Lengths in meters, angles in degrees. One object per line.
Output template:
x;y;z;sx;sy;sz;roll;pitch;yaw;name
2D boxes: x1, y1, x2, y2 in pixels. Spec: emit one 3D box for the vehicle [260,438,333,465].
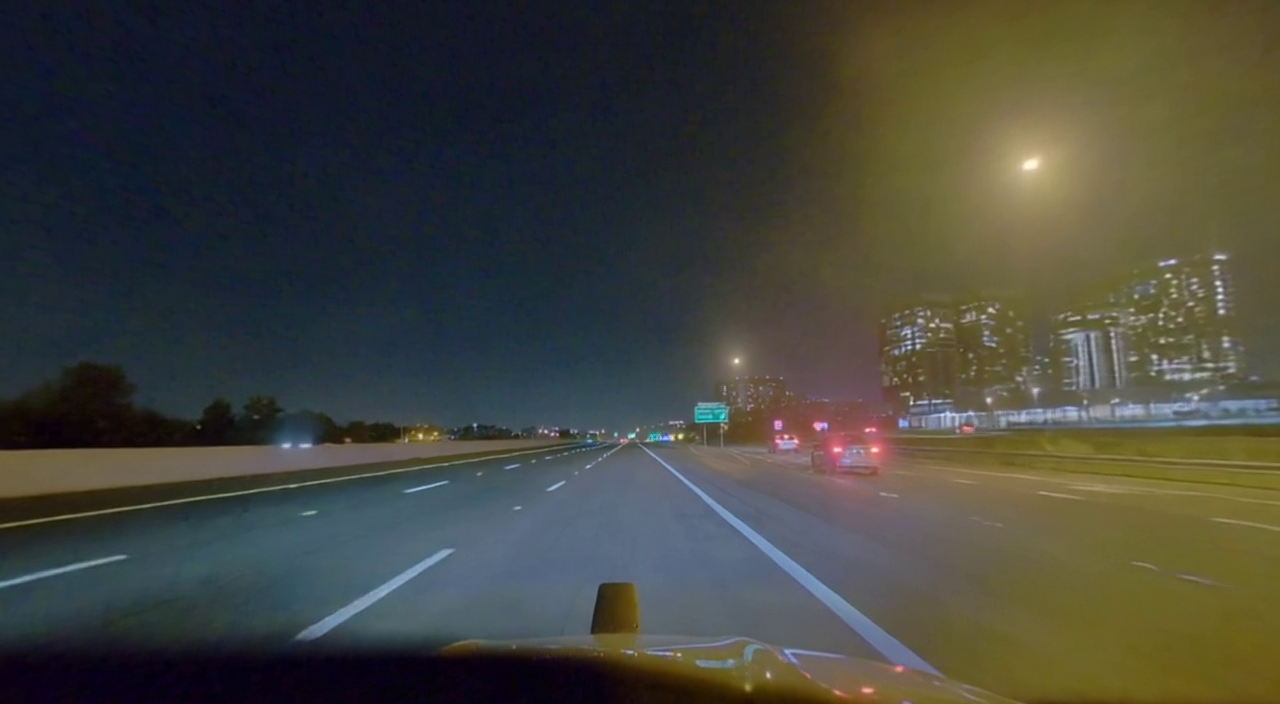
-21.334;6.189;39.268;1.948;1.556;4.487;0;-8;1;vehicle
